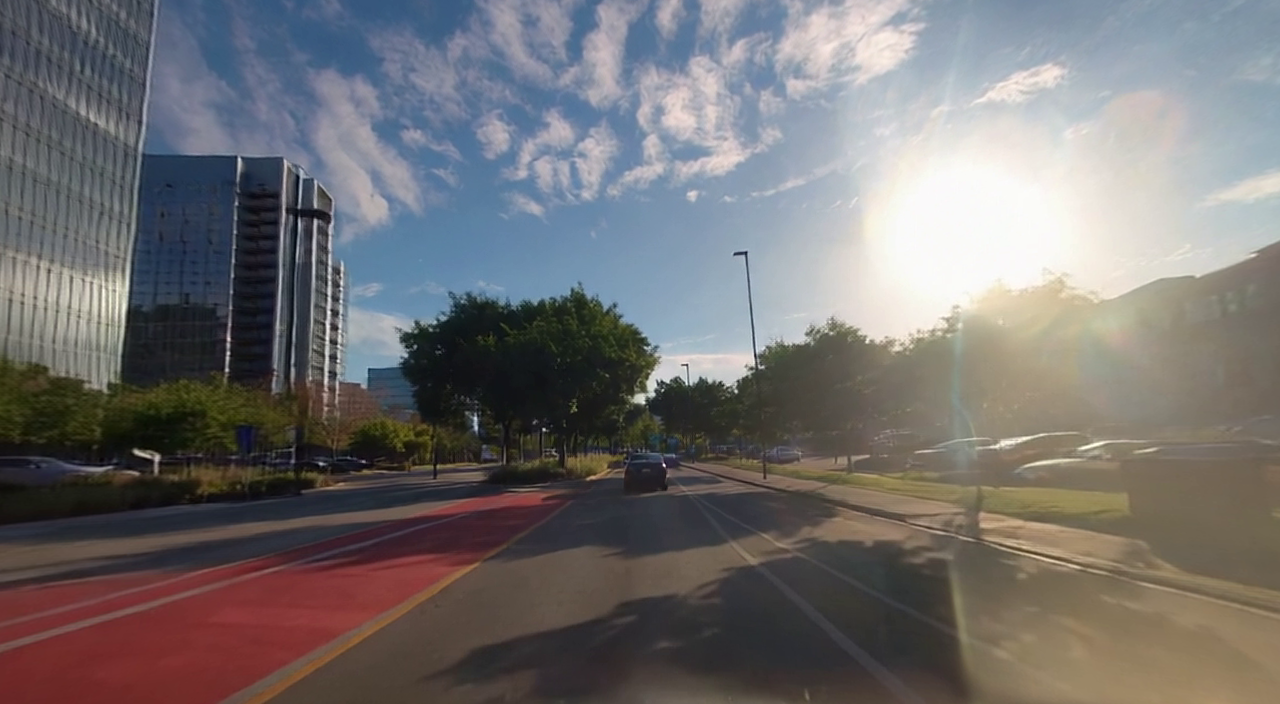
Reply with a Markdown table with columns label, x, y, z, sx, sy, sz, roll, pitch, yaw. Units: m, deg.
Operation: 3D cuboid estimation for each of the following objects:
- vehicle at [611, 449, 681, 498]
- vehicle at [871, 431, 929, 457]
| label | x | y | z | sx | sy | sz | roll | pitch | yaw |
| --- | --- | --- | --- | --- | --- | --- | --- | --- | --- |
| vehicle | 0.167 | 3.919 | 20.689 | 2.063 | 1.442 | 4.135 | 0 | -9 | 0 |
| vehicle | 15.662 | 5.614 | 38.201 | 1.979 | 1.460 | 3.848 | -1 | -10 | 2 |
